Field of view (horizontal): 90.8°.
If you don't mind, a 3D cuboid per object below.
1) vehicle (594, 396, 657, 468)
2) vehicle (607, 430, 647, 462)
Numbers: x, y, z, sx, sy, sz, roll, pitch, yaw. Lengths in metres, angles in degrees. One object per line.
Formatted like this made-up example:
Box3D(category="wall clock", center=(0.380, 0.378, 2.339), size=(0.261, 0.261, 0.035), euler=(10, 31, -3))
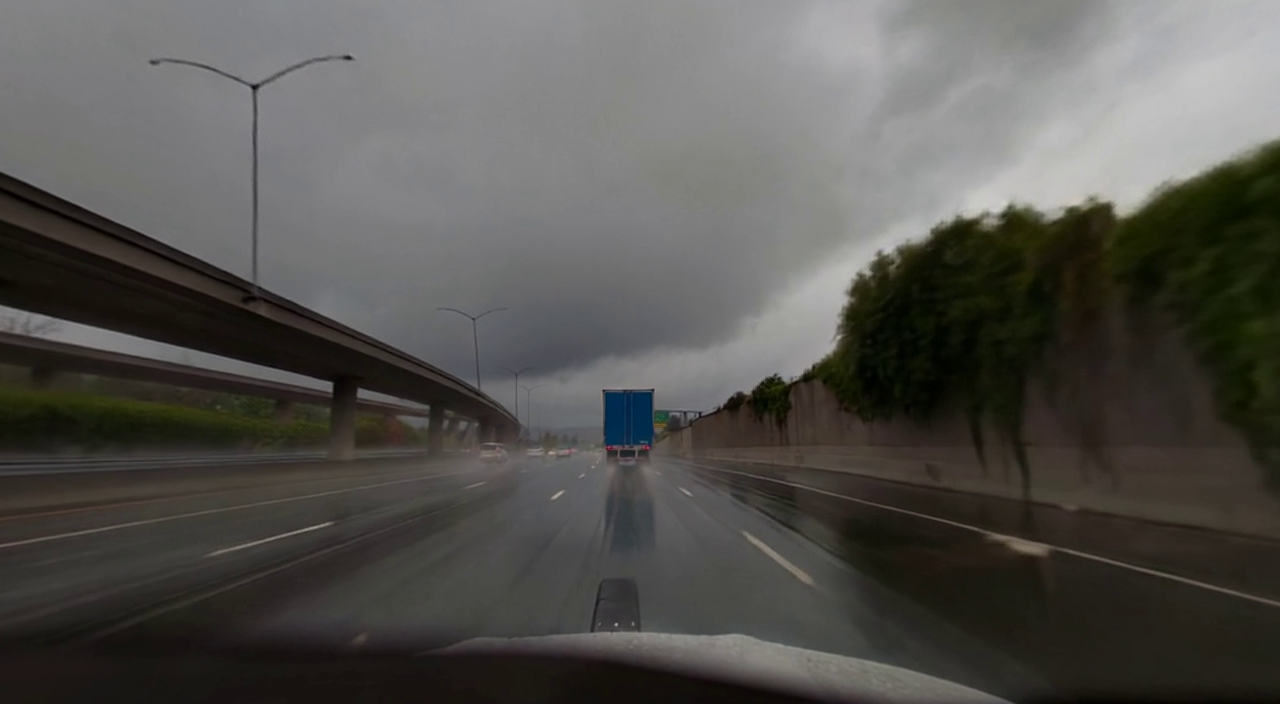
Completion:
Box3D(category="vehicle", center=(-0.897, 4.976, 37.904), size=(3.233, 3.678, 11.032), euler=(0, -9, -2))
Box3D(category="vehicle", center=(-0.763, 5.177, 34.844), size=(2.052, 1.666, 4.358), euler=(0, -8, -2))
